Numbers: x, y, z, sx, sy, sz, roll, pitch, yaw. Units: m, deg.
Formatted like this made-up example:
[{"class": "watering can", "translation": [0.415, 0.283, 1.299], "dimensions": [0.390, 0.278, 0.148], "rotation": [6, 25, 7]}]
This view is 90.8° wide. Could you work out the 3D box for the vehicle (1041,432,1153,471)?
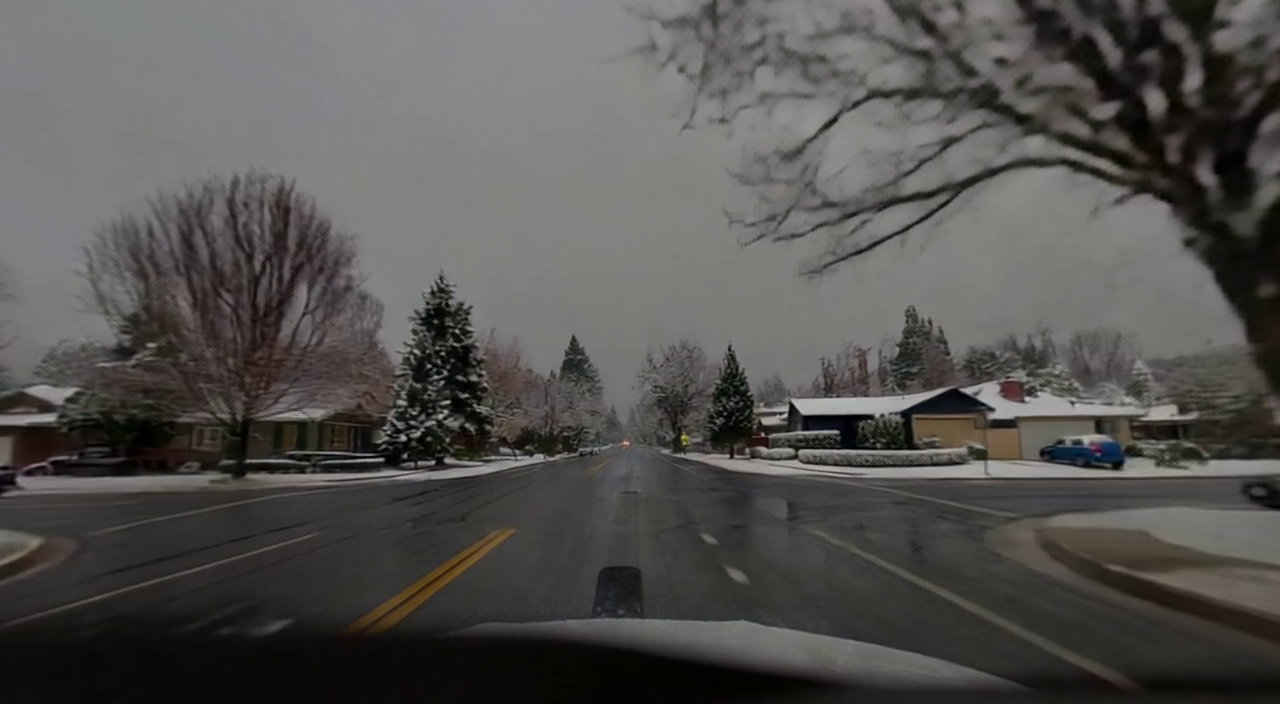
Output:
[{"class": "vehicle", "translation": [22.992, 4.973, 32.039], "dimensions": [1.879, 1.584, 4.761], "rotation": [1, -5, -5]}]
